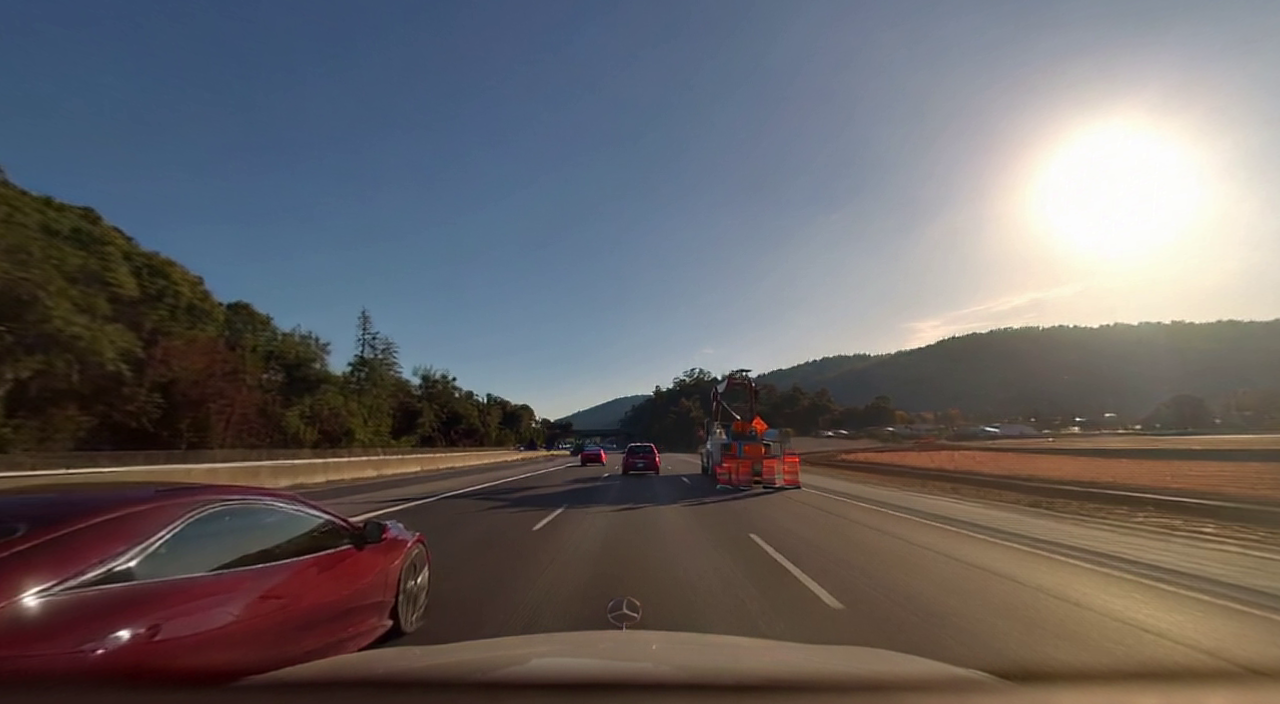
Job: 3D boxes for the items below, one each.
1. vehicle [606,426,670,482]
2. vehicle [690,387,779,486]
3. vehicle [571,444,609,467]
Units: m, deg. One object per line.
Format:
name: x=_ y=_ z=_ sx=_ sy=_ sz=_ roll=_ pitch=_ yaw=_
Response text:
vehicle: x=-0.056 y=4.041 z=25.173 sx=2.308 sy=1.993 sz=4.631 roll=0 pitch=-8 yaw=1
vehicle: x=4.057 y=3.993 z=29.441 sx=2.793 sy=3.828 sz=9.580 roll=0 pitch=-8 yaw=1
vehicle: x=-3.233 y=6.832 z=41.826 sx=2.096 sy=1.469 sz=4.319 roll=0 pitch=-8 yaw=1
